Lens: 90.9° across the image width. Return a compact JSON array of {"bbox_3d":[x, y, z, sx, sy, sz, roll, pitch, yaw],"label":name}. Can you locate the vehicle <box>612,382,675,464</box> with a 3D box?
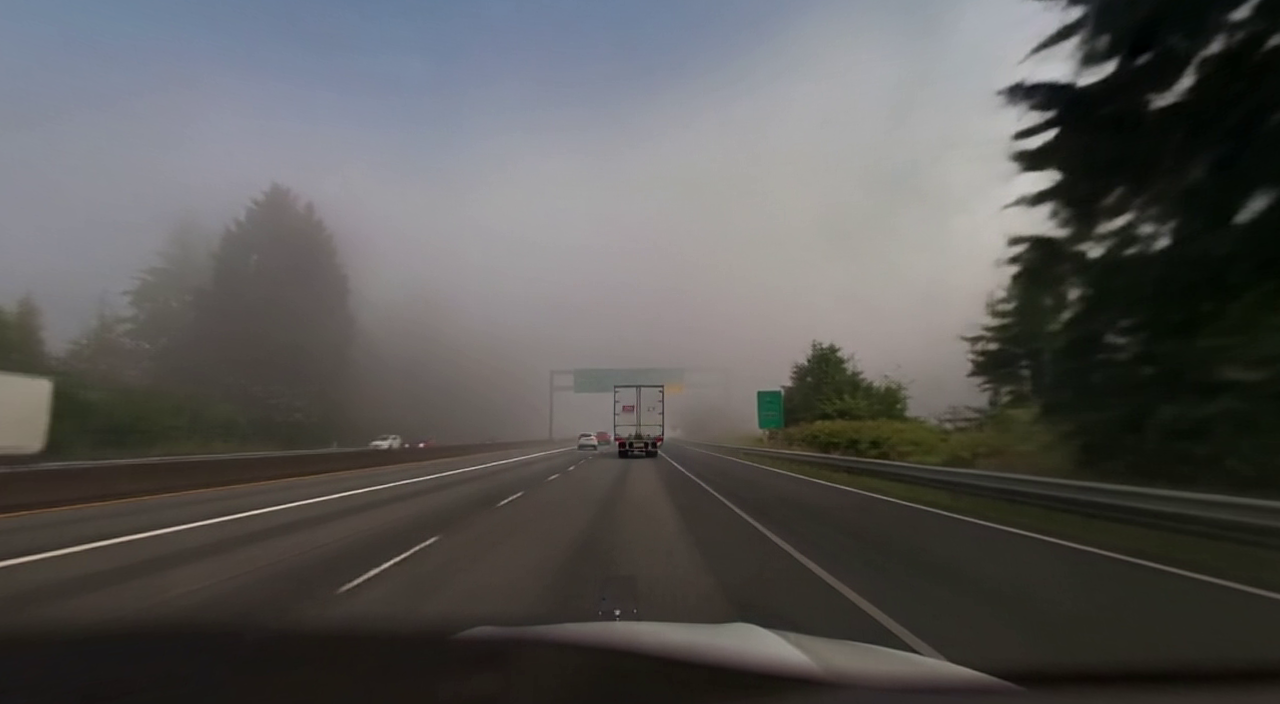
[{"bbox_3d":[0.084,3.800,33.039,2.855,3.741,8.587,0,-8,-1],"label":"vehicle"}]

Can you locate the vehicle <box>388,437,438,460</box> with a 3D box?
[{"bbox_3d":[-17.521,7.438,48.819,2.091,1.672,4.610,0,-8,1],"label":"vehicle"}]
